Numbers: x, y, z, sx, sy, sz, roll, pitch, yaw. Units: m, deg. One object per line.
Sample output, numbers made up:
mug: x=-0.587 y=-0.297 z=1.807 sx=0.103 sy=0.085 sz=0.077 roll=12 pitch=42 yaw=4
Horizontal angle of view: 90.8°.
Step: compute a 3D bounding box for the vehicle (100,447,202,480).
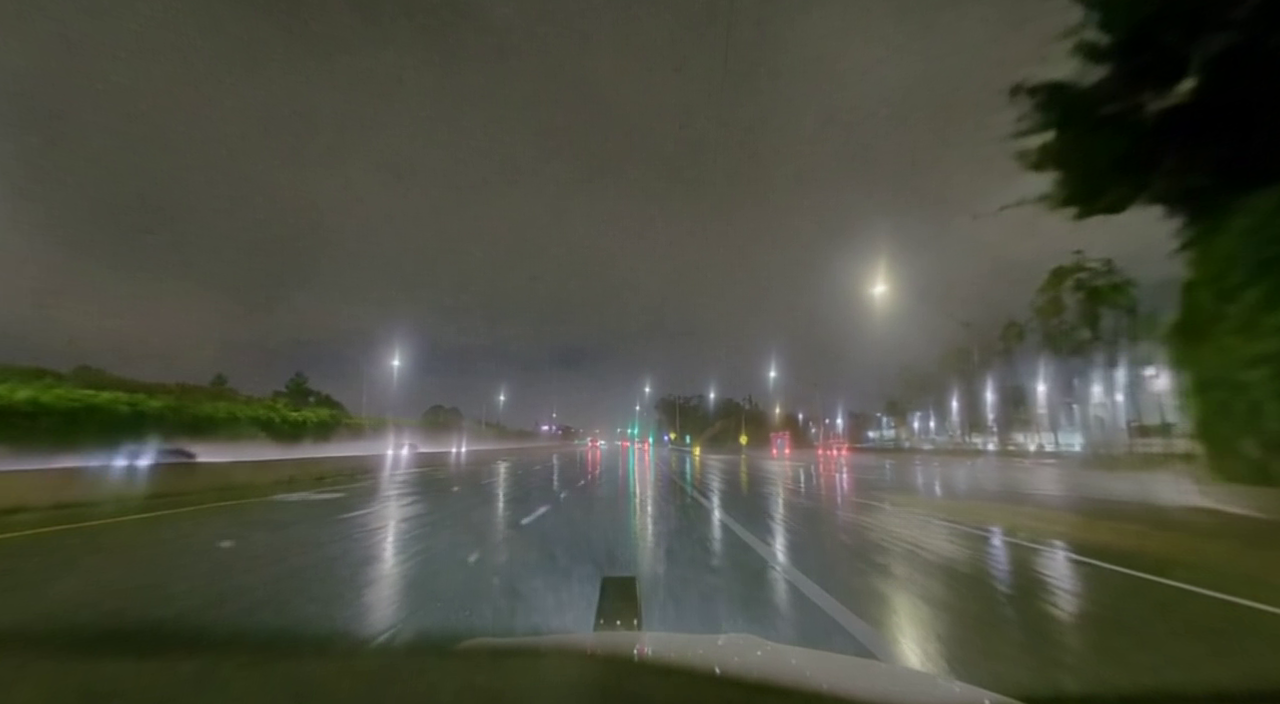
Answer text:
vehicle: x=-25.241 y=5.743 z=32.812 sx=1.811 sy=1.539 sz=4.341 roll=0 pitch=-8 yaw=0
